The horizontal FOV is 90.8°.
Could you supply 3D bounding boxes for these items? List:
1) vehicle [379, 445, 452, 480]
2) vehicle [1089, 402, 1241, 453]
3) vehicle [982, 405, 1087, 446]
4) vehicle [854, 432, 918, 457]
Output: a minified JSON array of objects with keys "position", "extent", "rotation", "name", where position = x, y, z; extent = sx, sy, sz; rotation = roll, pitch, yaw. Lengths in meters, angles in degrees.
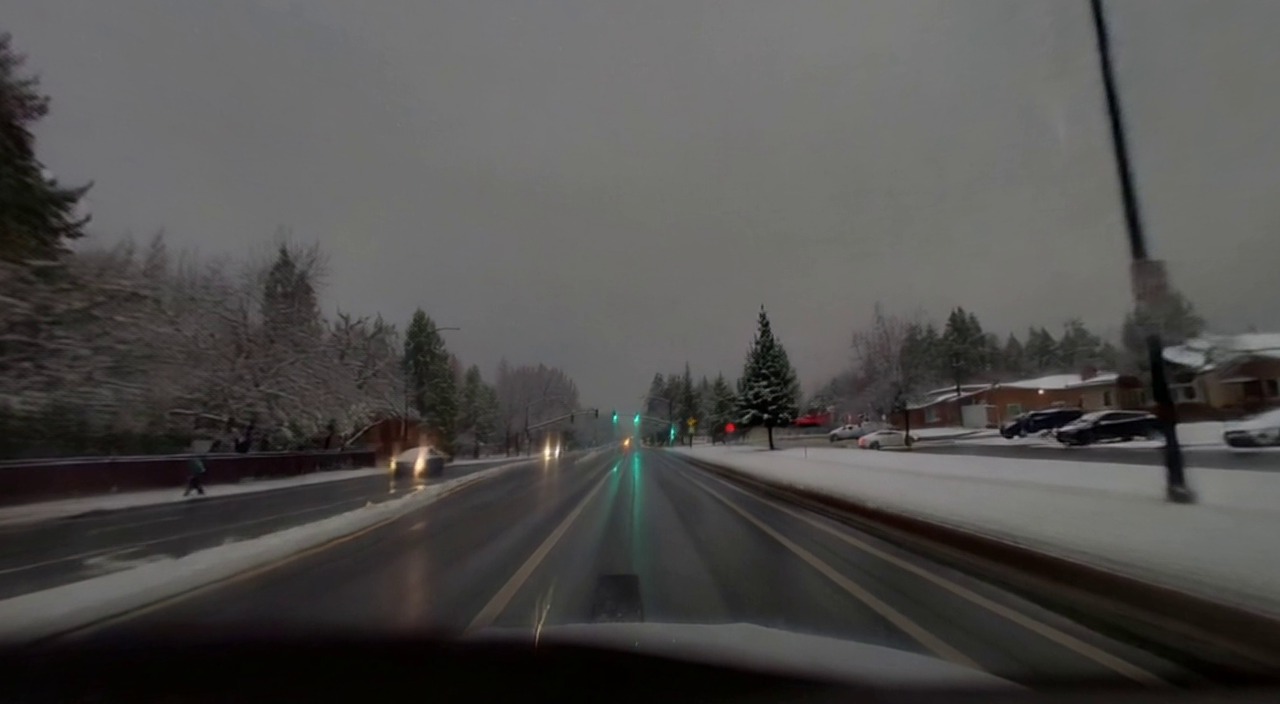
[{"position":[-11.451,5.645,32.545],"extent":[1.999,1.618,4.217],"rotation":[-1,-8,3],"name":"vehicle"},{"position":[22.301,3.242,26.973],"extent":[4.579,1.710,2.020],"rotation":[-4,-8,-2],"name":"vehicle"},{"position":[22.649,4.238,36.359],"extent":[4.512,1.837,2.059],"rotation":[-6,-8,-2],"name":"vehicle"},{"position":[15.467,5.847,40.016],"extent":[1.882,1.446,4.741],"rotation":[0,-8,-4],"name":"vehicle"}]
